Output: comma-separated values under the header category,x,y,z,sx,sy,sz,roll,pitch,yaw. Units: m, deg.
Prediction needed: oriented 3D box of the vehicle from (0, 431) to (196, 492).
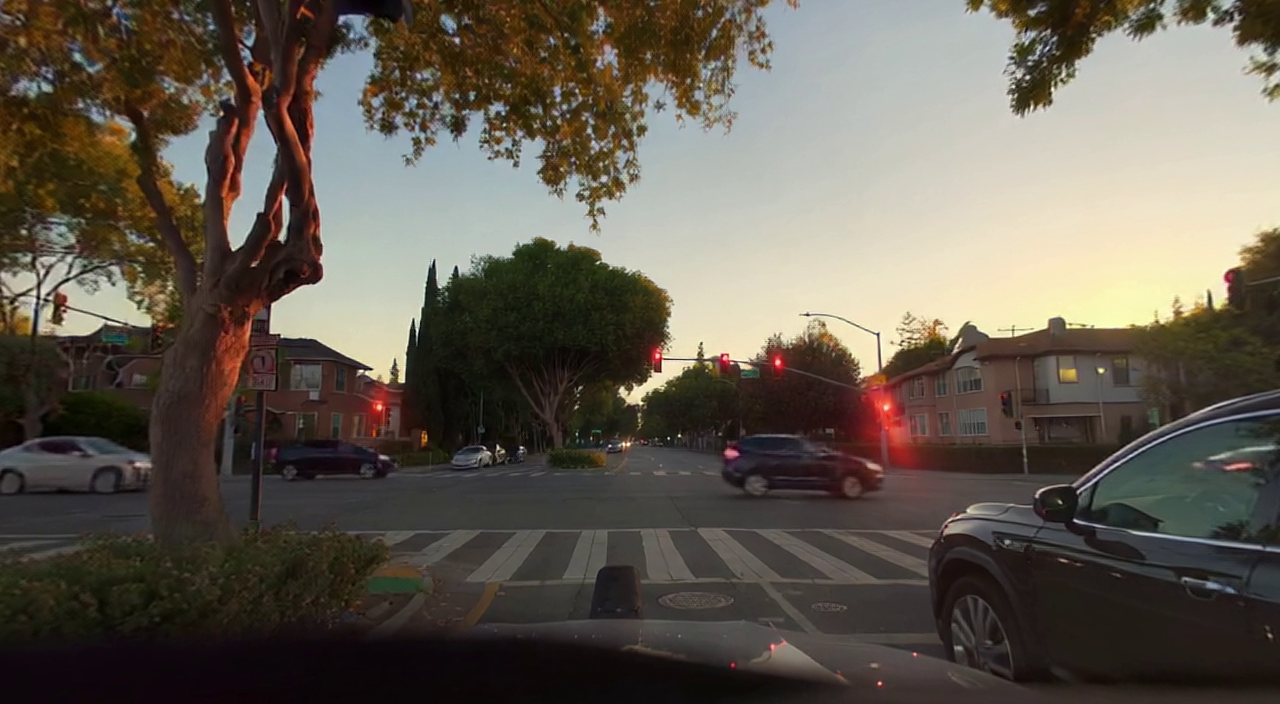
category,x,y,z,sx,sy,sz,roll,pitch,yaw
vehicle,-17.212,3.347,19.512,5.403,1.759,2.040,0,-8,0

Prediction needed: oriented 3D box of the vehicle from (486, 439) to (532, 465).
category,x,y,z,sx,sy,sz,roll,pitch,yaw
vehicle,-8.932,6.866,43.643,2.028,1.654,5.027,0,-9,1

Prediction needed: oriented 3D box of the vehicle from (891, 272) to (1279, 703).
category,x,y,z,sx,sy,sz,roll,pitch,yaw
vehicle,2.719,0.711,1.721,2.085,1.800,4.908,0,-9,1

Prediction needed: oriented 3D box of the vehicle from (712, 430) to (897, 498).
category,x,y,z,sx,sy,sz,roll,pitch,yaw
vehicle,4.232,2.952,16.846,4.332,1.682,2.025,0,-9,-2

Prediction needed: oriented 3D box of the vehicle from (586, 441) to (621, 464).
category,x,y,z,sx,sy,sz,roll,pitch,yaw
vehicle,-2.402,6.710,42.266,2.046,1.491,4.118,0,-9,0

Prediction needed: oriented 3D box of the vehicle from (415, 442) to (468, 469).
category,x,y,z,sx,sy,sz,roll,pitch,yaw
vehicle,-13.930,7.262,44.693,2.065,1.775,4.667,0,-9,3

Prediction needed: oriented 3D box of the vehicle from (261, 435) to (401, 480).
category,x,y,z,sx,sy,sz,roll,pitch,yaw
vehicle,-11.855,4.086,24.618,4.532,1.633,2.130,2,-9,-16
